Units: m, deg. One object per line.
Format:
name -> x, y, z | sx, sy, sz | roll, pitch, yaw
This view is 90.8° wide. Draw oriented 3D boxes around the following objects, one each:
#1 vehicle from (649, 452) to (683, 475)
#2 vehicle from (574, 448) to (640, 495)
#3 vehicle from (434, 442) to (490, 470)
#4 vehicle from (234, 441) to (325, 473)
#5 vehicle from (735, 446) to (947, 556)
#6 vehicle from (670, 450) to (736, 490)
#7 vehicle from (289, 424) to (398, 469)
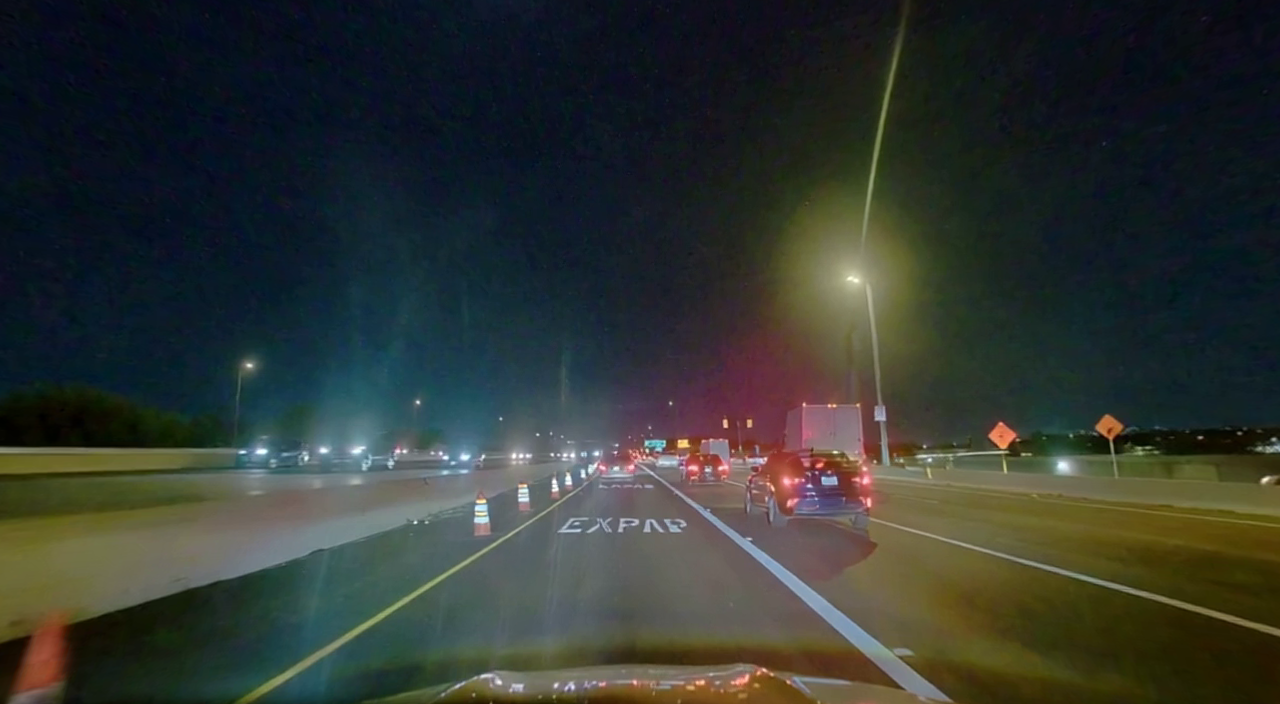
vehicle -> 1.719, 7.574, 43.124 | 1.916, 1.487, 4.117 | 0, -9, -3
vehicle -> -1.100, 4.058, 21.843 | 2.069, 1.470, 4.004 | 0, -9, -2
vehicle -> -10.634, 6.229, 38.106 | 1.997, 1.562, 4.754 | 0, -9, -1
vehicle -> -17.943, 5.256, 31.744 | 1.981, 1.464, 4.620 | 0, -9, -2
vehicle -> 3.038, 2.338, 10.705 | 1.996, 1.455, 4.281 | 0, -9, -3
vehicle -> 2.450, 4.720, 25.700 | 2.042, 1.460, 4.451 | 0, -9, -3
vehicle -> -14.054, 4.586, 30.499 | 2.414, 1.943, 6.030 | 0, -9, -1
